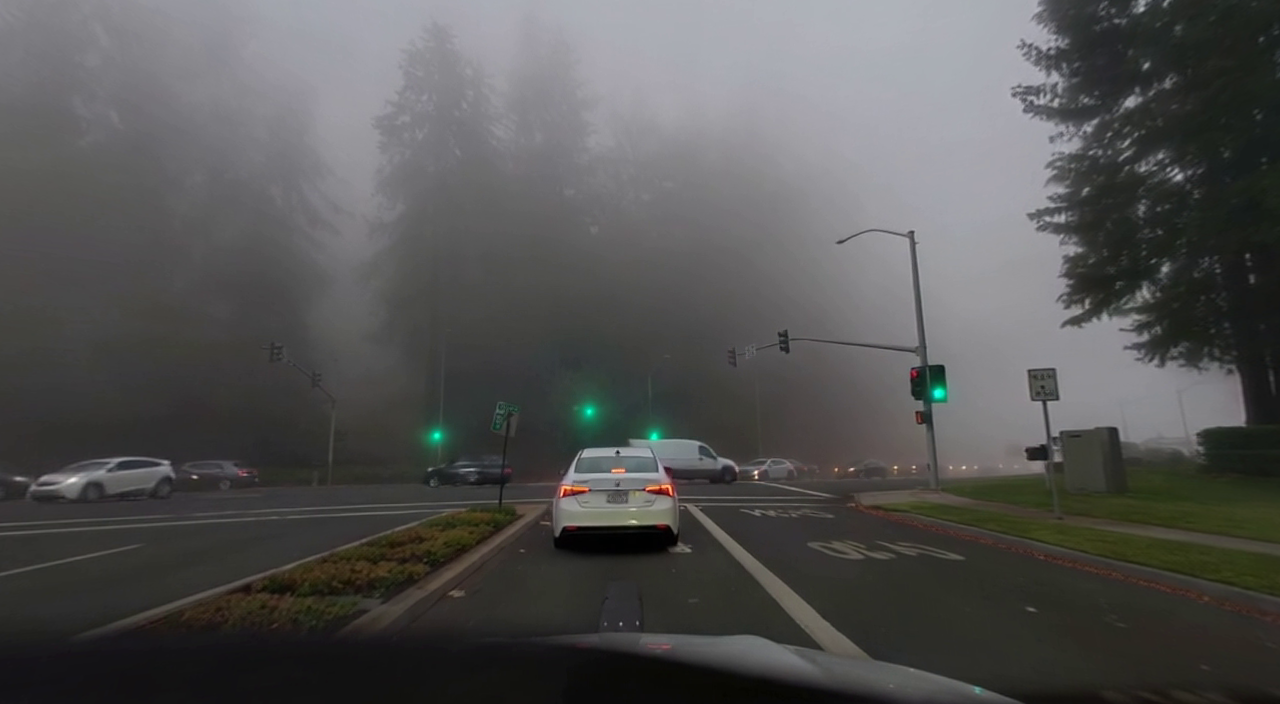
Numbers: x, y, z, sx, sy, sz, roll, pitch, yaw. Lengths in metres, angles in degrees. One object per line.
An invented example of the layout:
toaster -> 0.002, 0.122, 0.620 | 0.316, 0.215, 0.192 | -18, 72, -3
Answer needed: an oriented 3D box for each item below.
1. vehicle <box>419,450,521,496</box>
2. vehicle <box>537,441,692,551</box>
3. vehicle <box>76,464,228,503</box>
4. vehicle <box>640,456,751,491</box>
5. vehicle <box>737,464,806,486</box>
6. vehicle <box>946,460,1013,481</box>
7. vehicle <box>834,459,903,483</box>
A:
vehicle -> -7.431, 5.185, 27.509 | 4.355, 1.789, 2.175 | -7, -11, 41
vehicle -> -0.412, 2.289, 10.842 | 2.112, 1.479, 4.264 | 0, -8, -2
vehicle -> -20.087, 5.420, 26.223 | 4.548, 1.449, 1.802 | 2, -9, -13
vehicle -> 2.607, 5.629, 29.472 | 4.838, 1.449, 2.077 | -3, -9, 17
vehicle -> 9.062, 8.497, 43.642 | 4.254, 1.359, 1.895 | 2, -9, -16
vehicle -> 25.925, 9.050, 48.316 | 4.358, 1.471, 1.875 | 2, -9, -16
vehicle -> 16.477, 8.573, 45.636 | 4.337, 1.637, 1.860 | 2, -9, -16
